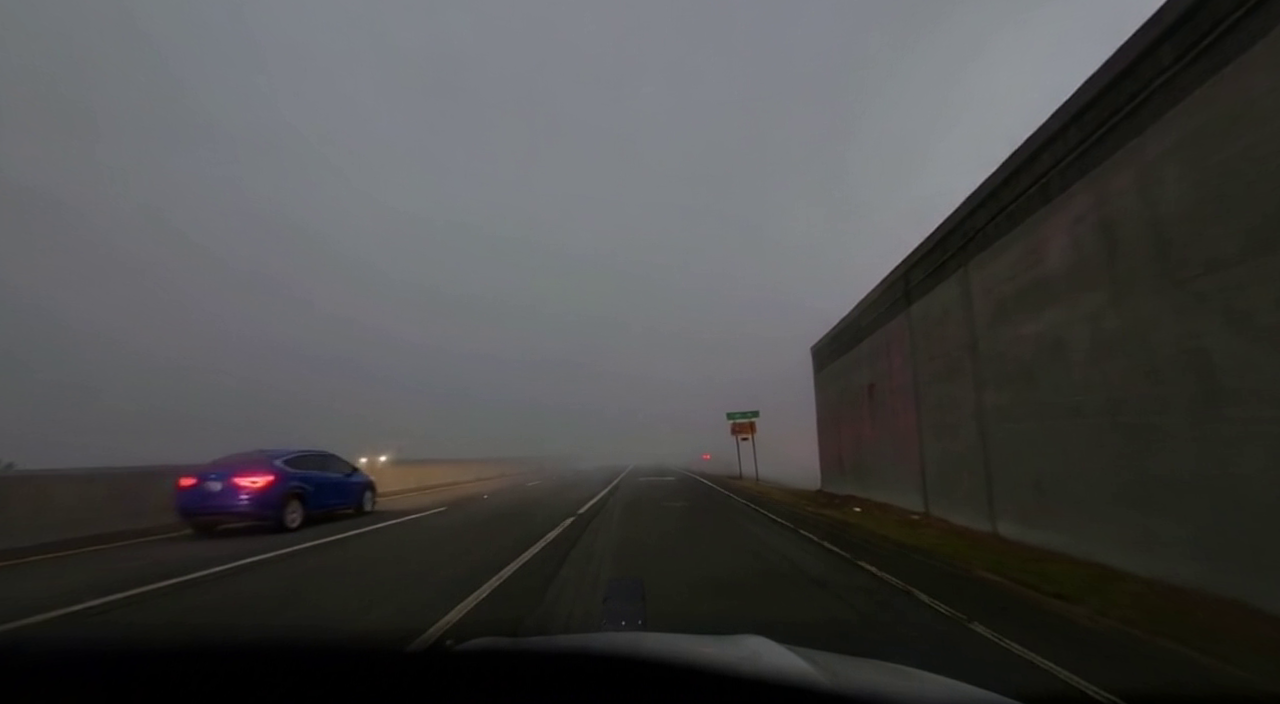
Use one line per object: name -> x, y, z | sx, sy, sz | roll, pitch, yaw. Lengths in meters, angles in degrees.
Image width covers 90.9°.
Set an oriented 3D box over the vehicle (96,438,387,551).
vehicle -> -6.625, 2.393, 11.318 | 2.172, 1.587, 4.518 | -1, -9, 2
